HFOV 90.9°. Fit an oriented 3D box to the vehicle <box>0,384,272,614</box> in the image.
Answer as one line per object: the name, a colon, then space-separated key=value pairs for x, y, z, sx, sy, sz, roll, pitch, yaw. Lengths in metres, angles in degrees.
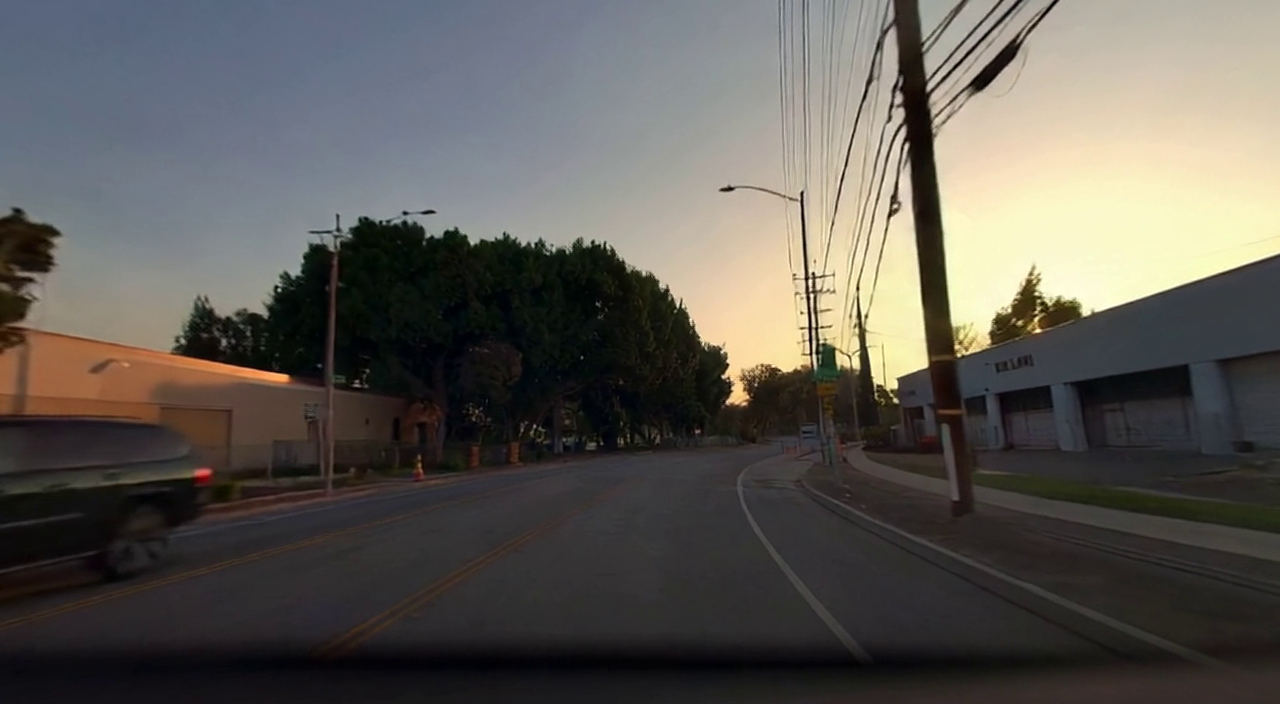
vehicle: x=-6.718 y=1.409 z=6.363 sx=2.490 sy=1.961 sz=5.553 roll=-1 pitch=-8 yaw=2

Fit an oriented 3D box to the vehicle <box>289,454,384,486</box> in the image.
vehicle: x=-15.478 y=5.986 z=32.105 sx=4.513 sy=1.450 sz=2.078 roll=-5 pitch=-9 yaw=28
